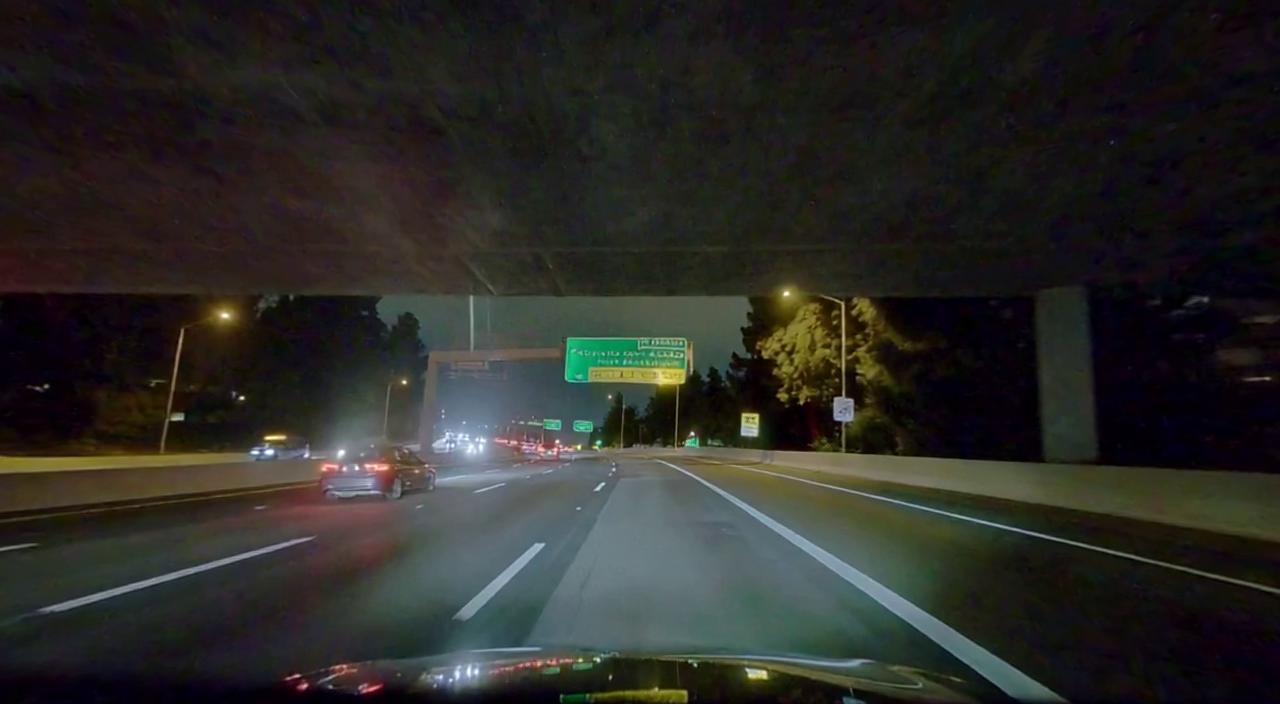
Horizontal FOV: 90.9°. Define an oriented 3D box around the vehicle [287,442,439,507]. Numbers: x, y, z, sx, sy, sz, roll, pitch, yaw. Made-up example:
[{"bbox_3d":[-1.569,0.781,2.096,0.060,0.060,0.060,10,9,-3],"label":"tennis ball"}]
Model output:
[{"bbox_3d":[-7.179,3.191,16.966,2.025,1.494,4.495,0,-8,0],"label":"vehicle"}]
